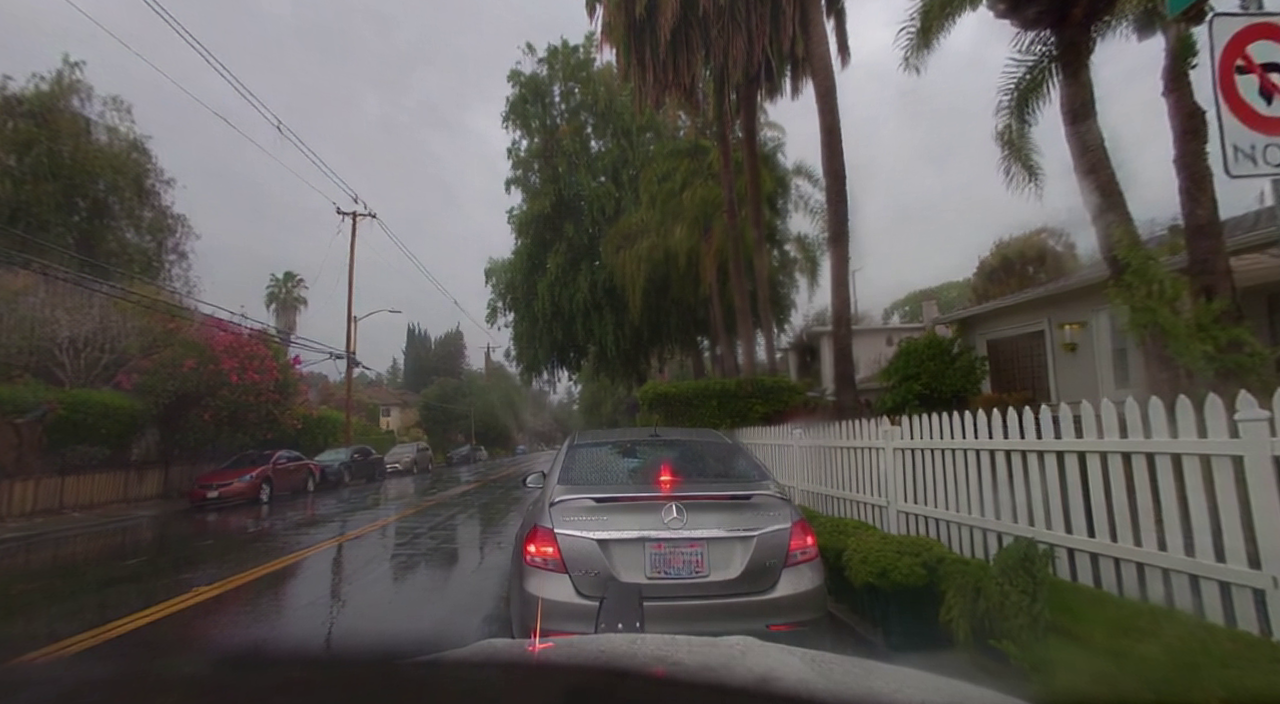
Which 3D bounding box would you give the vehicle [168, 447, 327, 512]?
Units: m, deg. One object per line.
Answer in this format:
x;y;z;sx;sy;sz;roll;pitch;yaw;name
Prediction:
-11.379;3.662;18.797;2.017;1.627;5.039;1;-8;-7;vehicle

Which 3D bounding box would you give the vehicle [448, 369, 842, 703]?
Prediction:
-0.134;1.215;4.992;1.894;1.695;3.795;1;-8;-6;vehicle

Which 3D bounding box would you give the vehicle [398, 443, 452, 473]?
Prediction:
-13.131;6.475;38.717;2.060;1.689;4.999;1;-8;-7;vehicle

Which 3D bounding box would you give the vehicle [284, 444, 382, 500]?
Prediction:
-12.131;4.716;25.254;2.048;1.485;4.757;-4;-4;-7;vehicle
